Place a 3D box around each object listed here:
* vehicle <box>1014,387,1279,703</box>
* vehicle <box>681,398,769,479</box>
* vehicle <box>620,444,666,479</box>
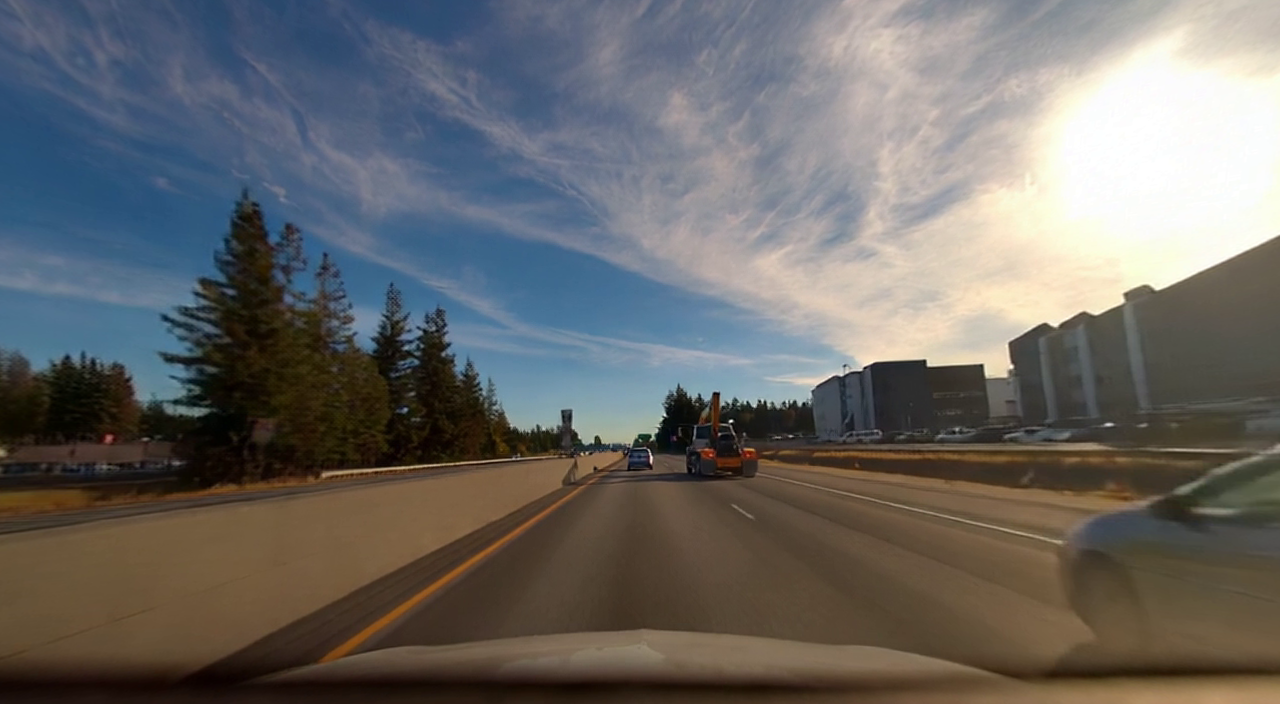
[{"bbox_3d":[3.765,0.893,2.475,2.168,1.529,3.883,0,-9,0],"label":"vehicle"},{"bbox_3d":[4.033,4.435,31.949,3.089,3.568,8.101,0,-9,-2],"label":"vehicle"},{"bbox_3d":[0.109,5.136,29.841,2.045,1.527,4.023,0,-9,-1],"label":"vehicle"}]
